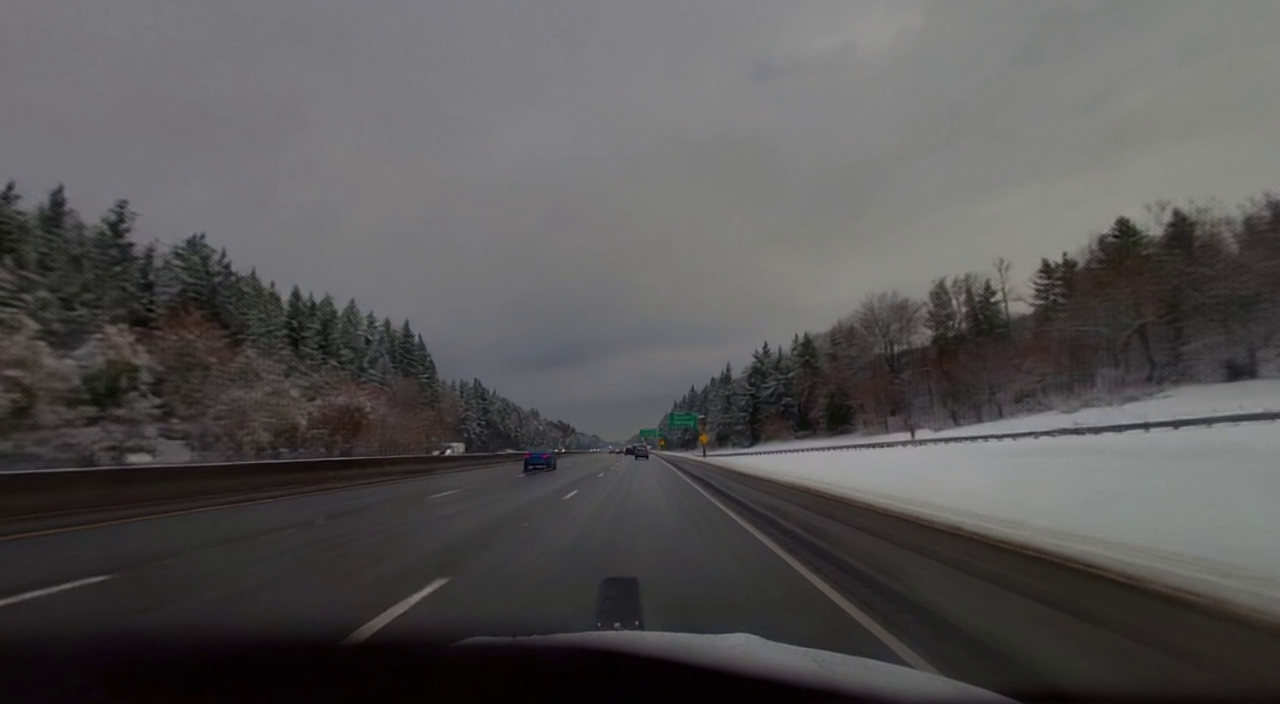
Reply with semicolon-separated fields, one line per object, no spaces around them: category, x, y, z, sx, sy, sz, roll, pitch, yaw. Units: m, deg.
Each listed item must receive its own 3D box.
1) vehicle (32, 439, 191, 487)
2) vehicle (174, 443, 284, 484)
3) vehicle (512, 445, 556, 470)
vehicle;-25.130;5.272;30.380;2.409;2.043;5.924;0;-9;1
vehicle;-17.961;4.875;27.801;1.915;1.629;4.208;0;-9;2
vehicle;-7.079;7.110;42.571;2.094;1.579;4.655;0;-9;1
